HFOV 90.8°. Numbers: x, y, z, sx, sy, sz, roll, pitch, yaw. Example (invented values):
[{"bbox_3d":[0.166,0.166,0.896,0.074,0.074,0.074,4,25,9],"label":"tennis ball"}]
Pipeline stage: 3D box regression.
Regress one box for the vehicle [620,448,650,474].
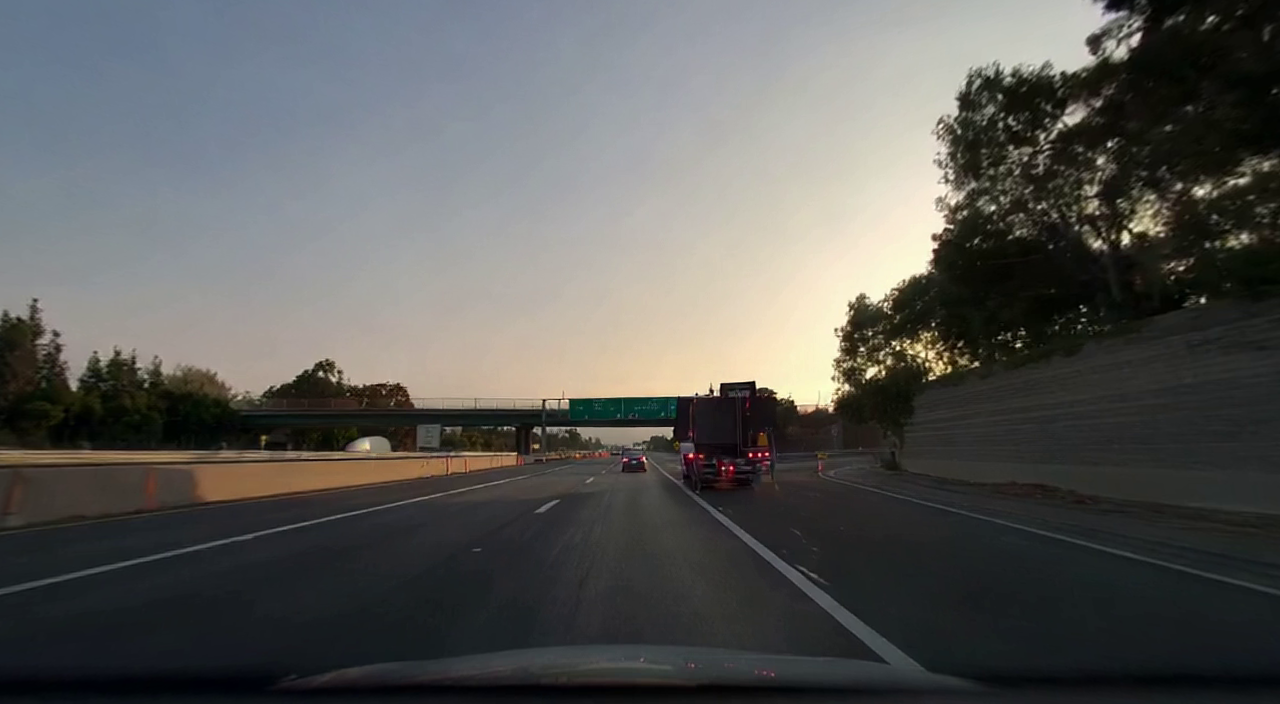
[{"bbox_3d":[-0.264,6.341,36.810,1.695,1.437,3.506,0,-9,1],"label":"vehicle"}]
